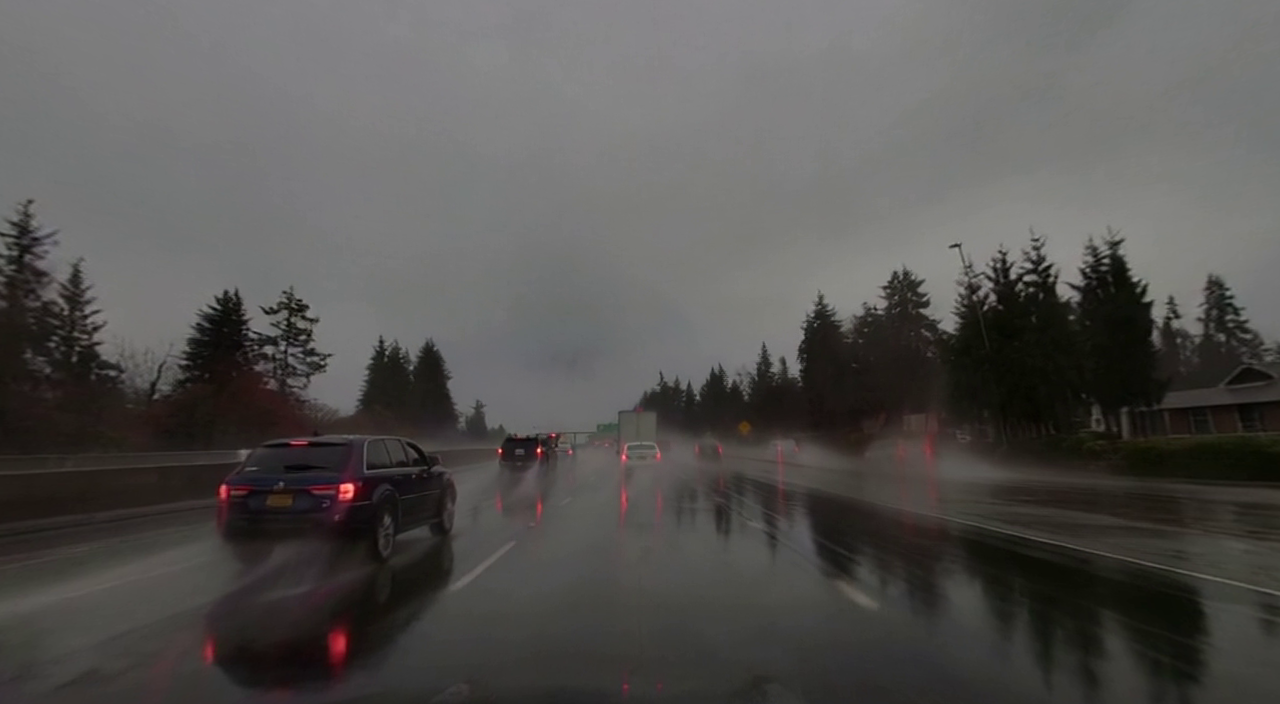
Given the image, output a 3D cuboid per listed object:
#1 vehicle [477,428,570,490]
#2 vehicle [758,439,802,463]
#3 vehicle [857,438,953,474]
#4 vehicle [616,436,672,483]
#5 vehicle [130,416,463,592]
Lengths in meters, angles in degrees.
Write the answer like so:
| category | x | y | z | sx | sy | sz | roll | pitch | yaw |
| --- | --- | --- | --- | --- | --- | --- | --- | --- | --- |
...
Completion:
| category | x | y | z | sx | sy | sz | roll | pitch | yaw |
| --- | --- | --- | --- | --- | --- | --- | --- | --- | --- |
| vehicle | -4.033 | 3.847 | 22.998 | 2.301 | 1.944 | 5.482 | 0 | -9 | 1 |
| vehicle | 10.545 | 7.499 | 47.836 | 2.048 | 1.674 | 4.106 | 1 | -9 | -5 |
| vehicle | 11.773 | 4.668 | 28.477 | 1.905 | 1.490 | 4.826 | 1 | -9 | -5 |
| vehicle | 0.130 | 4.304 | 25.473 | 2.063 | 1.703 | 4.203 | 0 | -9 | -1 |
| vehicle | -3.872 | 1.772 | 8.145 | 1.988 | 1.668 | 4.021 | 0 | -9 | 0 |
